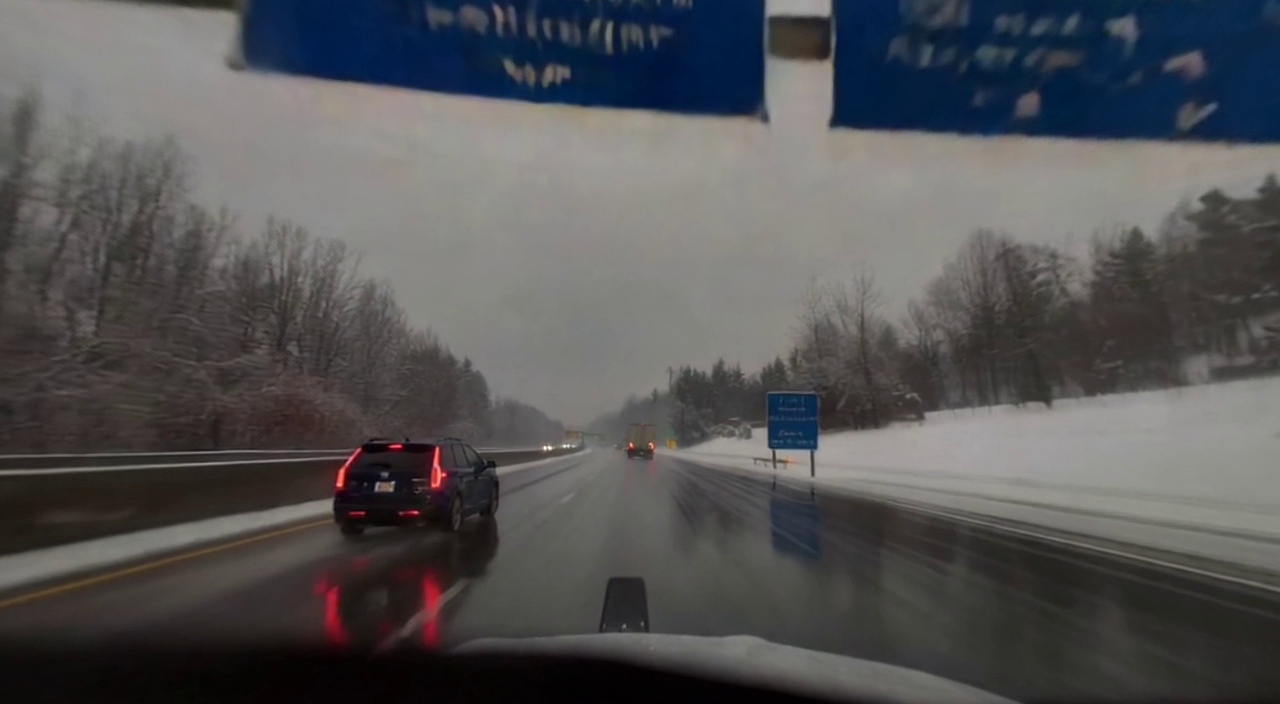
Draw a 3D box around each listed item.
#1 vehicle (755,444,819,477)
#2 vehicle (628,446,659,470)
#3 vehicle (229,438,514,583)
[{"bbox_3d":[7.736,5.743,33.632,2.081,1.576,5.604,0,-9,0],"label":"vehicle"},{"bbox_3d":[0.195,6.745,40.166,1.859,1.478,3.799,0,-9,0],"label":"vehicle"},{"bbox_3d":[-3.285,2.004,8.886,2.012,1.500,4.452,0,-9,1],"label":"vehicle"}]
